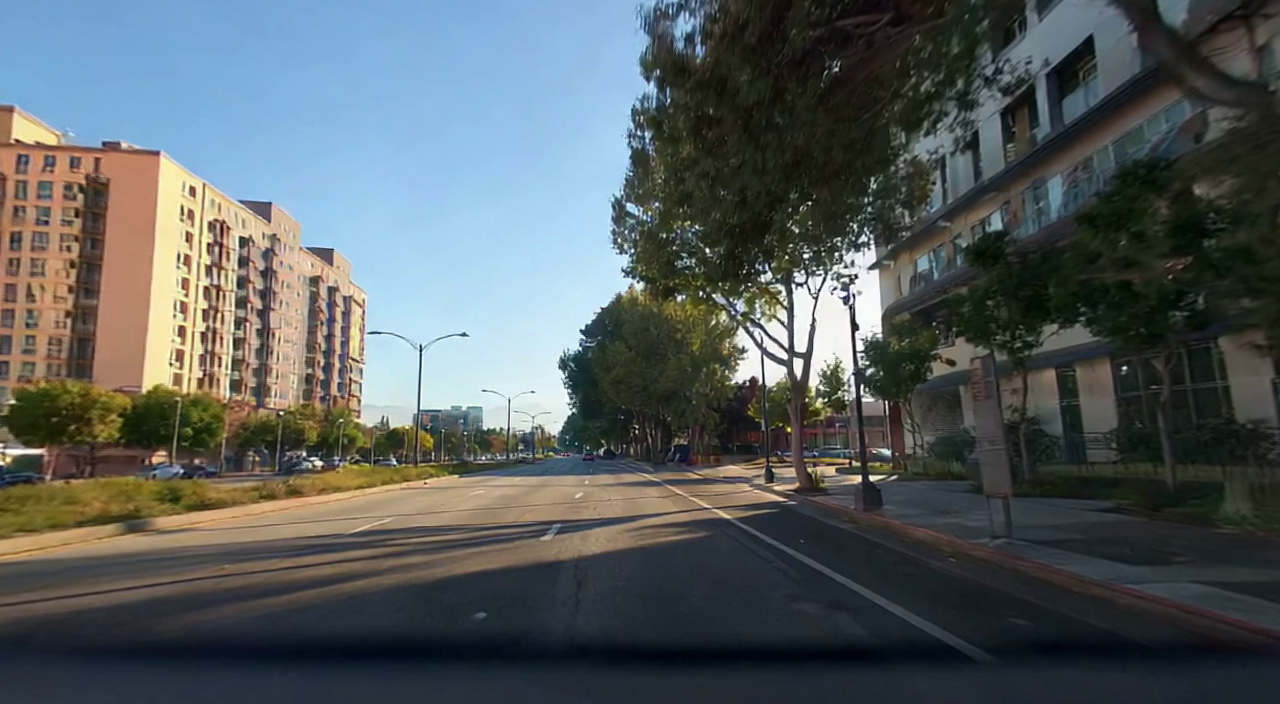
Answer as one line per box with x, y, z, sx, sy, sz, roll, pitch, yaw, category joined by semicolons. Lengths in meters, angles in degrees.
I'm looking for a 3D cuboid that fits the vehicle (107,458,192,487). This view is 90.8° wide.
-33.479;8.206;43.326;2.031;1.789;5.081;1;-8;-5;vehicle

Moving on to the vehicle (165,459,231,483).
-34.028;9.156;48.785;2.034;1.618;4.667;1;-8;-6;vehicle
